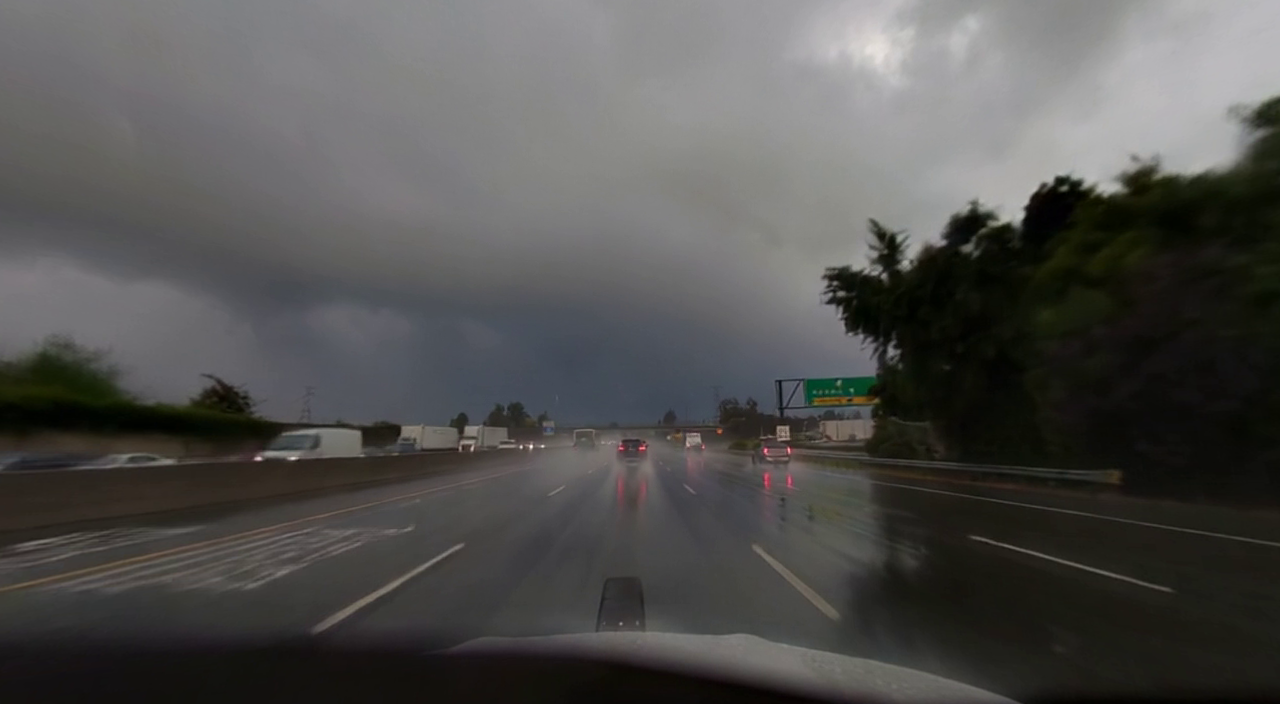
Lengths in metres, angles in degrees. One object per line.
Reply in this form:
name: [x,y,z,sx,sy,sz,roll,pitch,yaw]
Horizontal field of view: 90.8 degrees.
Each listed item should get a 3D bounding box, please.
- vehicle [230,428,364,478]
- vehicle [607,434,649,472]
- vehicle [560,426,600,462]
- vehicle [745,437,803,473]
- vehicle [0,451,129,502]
vehicle: [-14.023,4.203,26.393,2.361,1.835,5.770,0,-9,0]
vehicle: [-0.564,5.180,32.544,2.002,1.759,4.658,0,-9,0]
vehicle: [-4.483,7.049,48.239,2.398,2.593,5.808,0,-9,1]
vehicle: [6.758,5.241,32.343,1.944,1.666,4.184,0,-9,-2]
vehicle: [-17.591,3.711,19.115,1.469,1.355,3.317,0,-9,-1]
